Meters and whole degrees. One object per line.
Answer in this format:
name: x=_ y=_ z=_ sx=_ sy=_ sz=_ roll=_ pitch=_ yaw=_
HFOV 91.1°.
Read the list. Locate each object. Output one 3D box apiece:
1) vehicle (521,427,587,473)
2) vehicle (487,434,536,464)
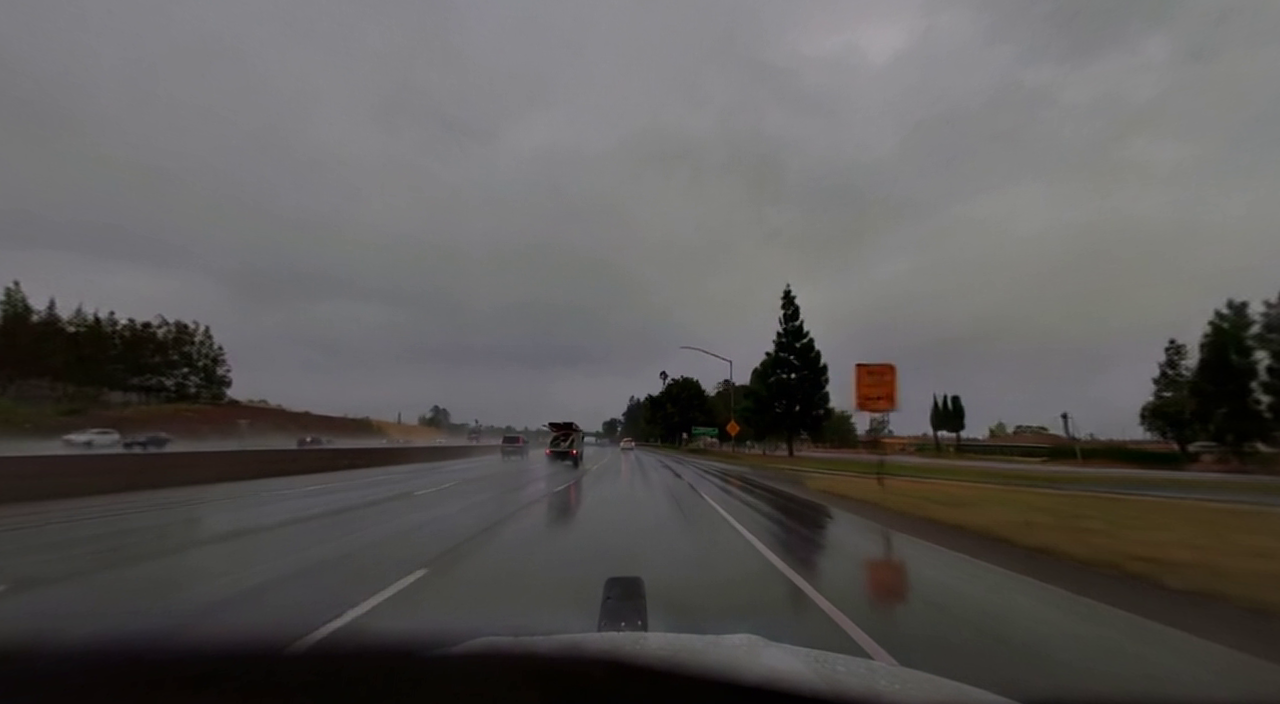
vehicle: x=-3.491 y=4.087 z=26.223 sx=2.194 sy=1.766 sz=3.720 roll=0 pitch=-8 yaw=0
vehicle: x=-7.926 y=6.000 z=39.059 sx=2.078 sy=1.729 sz=4.722 roll=0 pitch=-8 yaw=0
